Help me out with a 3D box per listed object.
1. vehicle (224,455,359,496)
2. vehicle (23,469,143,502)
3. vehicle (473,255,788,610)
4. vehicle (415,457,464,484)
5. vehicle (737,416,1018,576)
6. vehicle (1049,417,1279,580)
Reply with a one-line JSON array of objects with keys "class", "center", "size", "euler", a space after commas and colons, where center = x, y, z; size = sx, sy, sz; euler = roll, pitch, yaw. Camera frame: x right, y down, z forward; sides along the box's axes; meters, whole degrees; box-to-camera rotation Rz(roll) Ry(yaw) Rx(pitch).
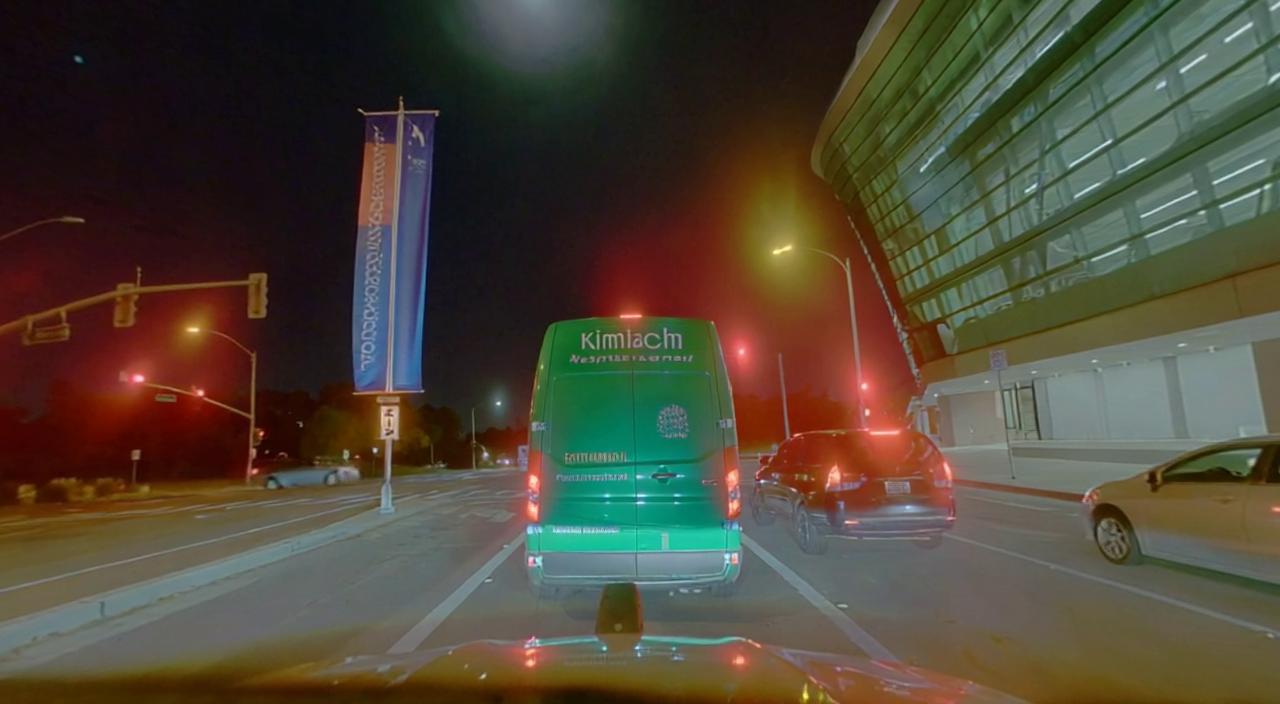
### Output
[{"class": "vehicle", "center": [-15.058, 5.354, 27.557], "size": [4.659, 1.615, 1.944], "euler": [1, -9, -8]}, {"class": "vehicle", "center": [-31.116, 7.434, 35.378], "size": [4.806, 1.652, 1.869], "euler": [0, -8, -2]}, {"class": "vehicle", "center": [-0.042, 1.177, 9.087], "size": [2.613, 3.035, 7.342], "euler": [0, -8, 1]}, {"class": "vehicle", "center": [-14.666, 8.685, 46.556], "size": [1.997, 1.806, 4.630], "euler": [0, -8, 1]}, {"class": "vehicle", "center": [2.876, 1.865, 9.037], "size": [2.183, 1.676, 4.506], "euler": [0, -8, -1]}, {"class": "vehicle", "center": [7.528, 1.577, 6.992], "size": [1.963, 1.669, 4.678], "euler": [3, -9, -20]}]
